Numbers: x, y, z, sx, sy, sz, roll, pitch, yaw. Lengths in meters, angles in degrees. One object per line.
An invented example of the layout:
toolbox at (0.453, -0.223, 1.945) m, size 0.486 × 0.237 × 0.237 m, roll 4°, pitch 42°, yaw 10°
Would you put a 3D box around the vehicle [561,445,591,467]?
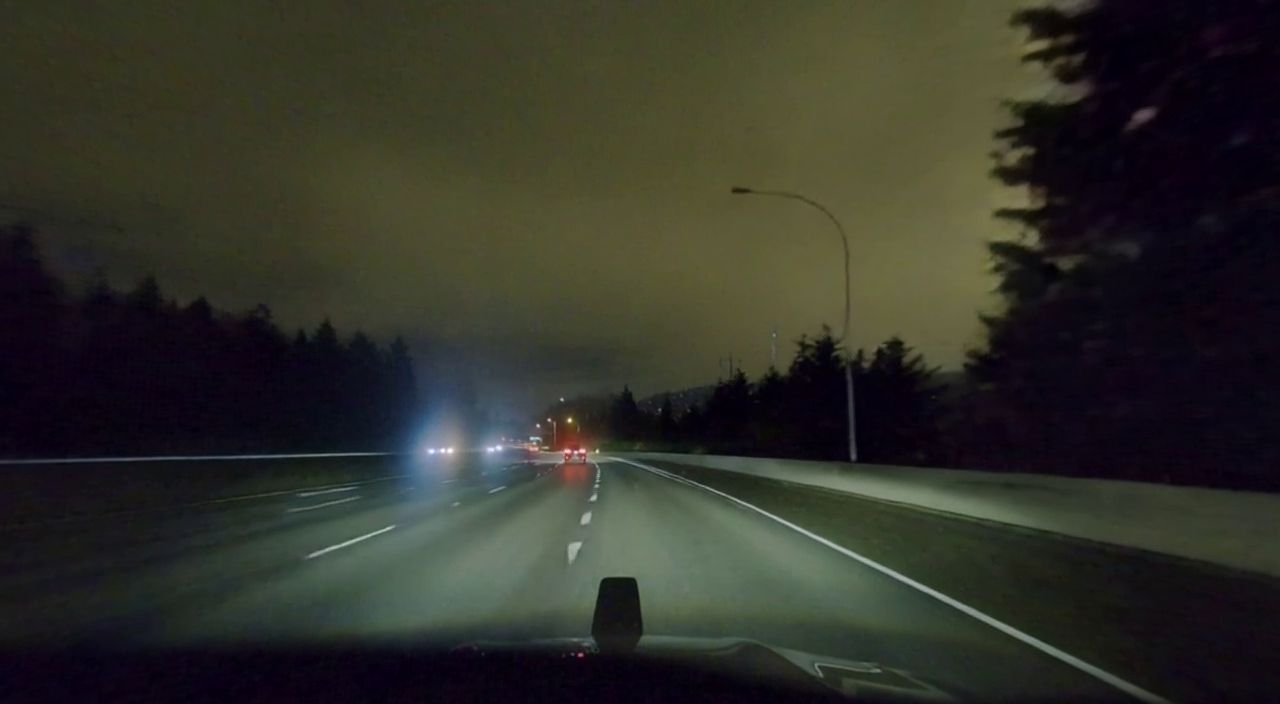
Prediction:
vehicle at (-4.956, 8.128, 49.315) m, size 2.248 × 1.619 × 3.848 m, roll 0°, pitch -8°, yaw -4°
